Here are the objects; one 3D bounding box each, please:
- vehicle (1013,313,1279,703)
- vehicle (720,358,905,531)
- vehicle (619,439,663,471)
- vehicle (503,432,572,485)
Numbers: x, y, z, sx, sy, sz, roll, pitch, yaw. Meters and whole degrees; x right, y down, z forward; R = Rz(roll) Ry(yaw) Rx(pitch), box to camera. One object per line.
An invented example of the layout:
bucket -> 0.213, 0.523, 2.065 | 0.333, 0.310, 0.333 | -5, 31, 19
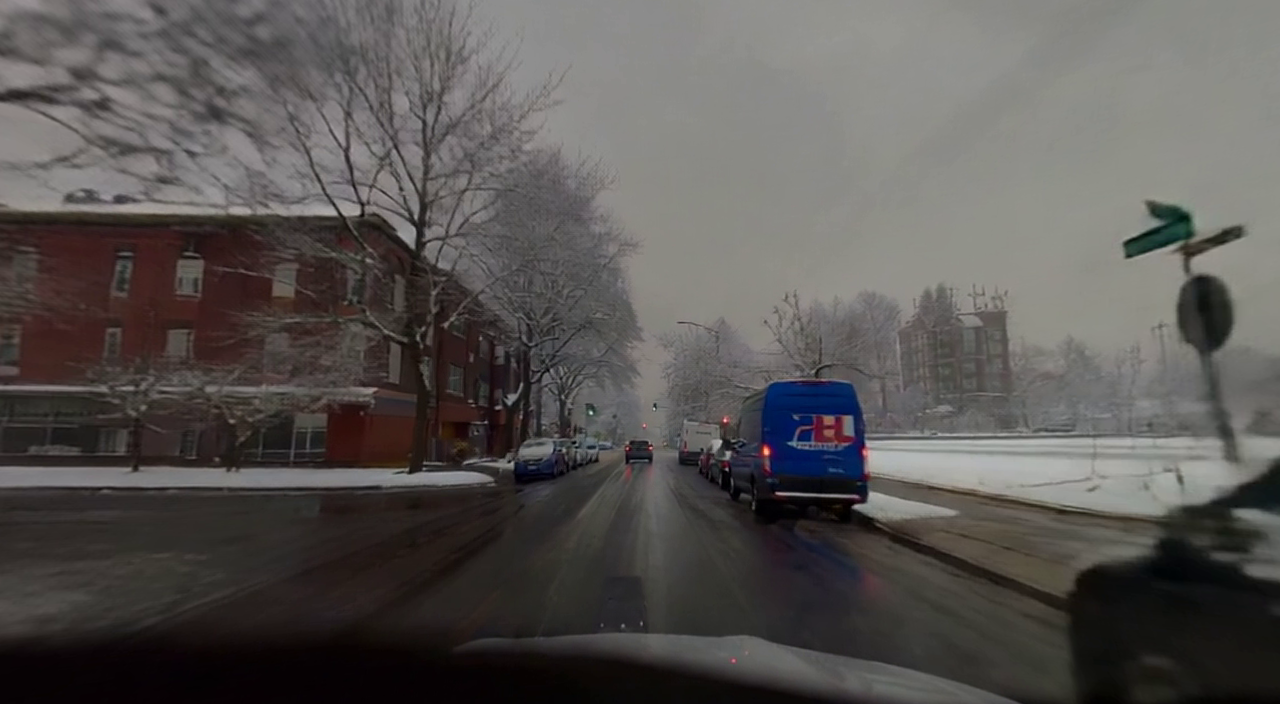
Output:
vehicle -> 2.842, 0.613, 0.749 | 2.045, 1.728, 4.446 | 0, -8, 0
vehicle -> 3.204, 1.922, 13.323 | 2.245, 2.843, 5.762 | 0, -8, 0
vehicle -> 0.087, 5.096, 31.310 | 2.095, 1.510, 3.605 | 0, -8, 1
vehicle -> -3.910, 4.088, 24.705 | 1.951, 1.662, 4.046 | 0, -4, 1
